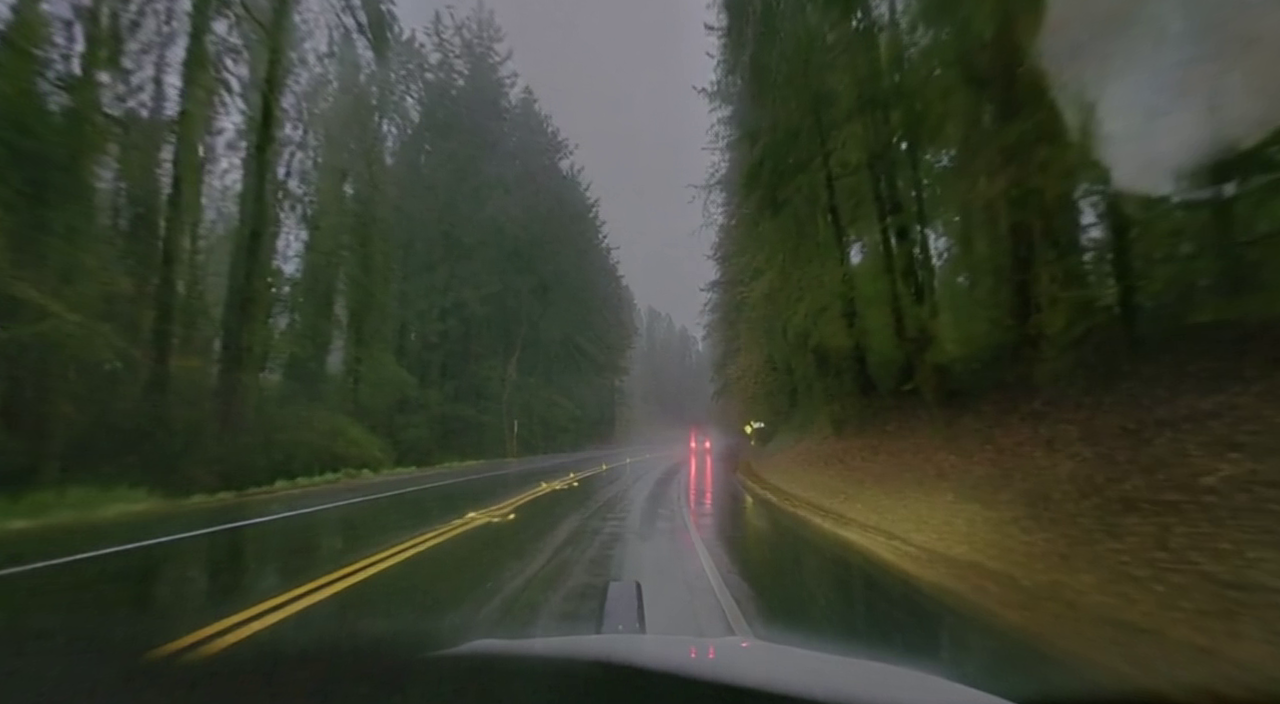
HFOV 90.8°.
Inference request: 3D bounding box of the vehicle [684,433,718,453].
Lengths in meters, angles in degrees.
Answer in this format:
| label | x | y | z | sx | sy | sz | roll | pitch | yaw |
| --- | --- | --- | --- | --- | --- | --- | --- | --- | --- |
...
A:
| label | x | y | z | sx | sy | sz | roll | pitch | yaw |
| --- | --- | --- | --- | --- | --- | --- | --- | --- | --- |
| vehicle | 4.837 | 7.143 | 49.654 | 2.042 | 1.489 | 4.078 | -2 | -9 | 14 |
